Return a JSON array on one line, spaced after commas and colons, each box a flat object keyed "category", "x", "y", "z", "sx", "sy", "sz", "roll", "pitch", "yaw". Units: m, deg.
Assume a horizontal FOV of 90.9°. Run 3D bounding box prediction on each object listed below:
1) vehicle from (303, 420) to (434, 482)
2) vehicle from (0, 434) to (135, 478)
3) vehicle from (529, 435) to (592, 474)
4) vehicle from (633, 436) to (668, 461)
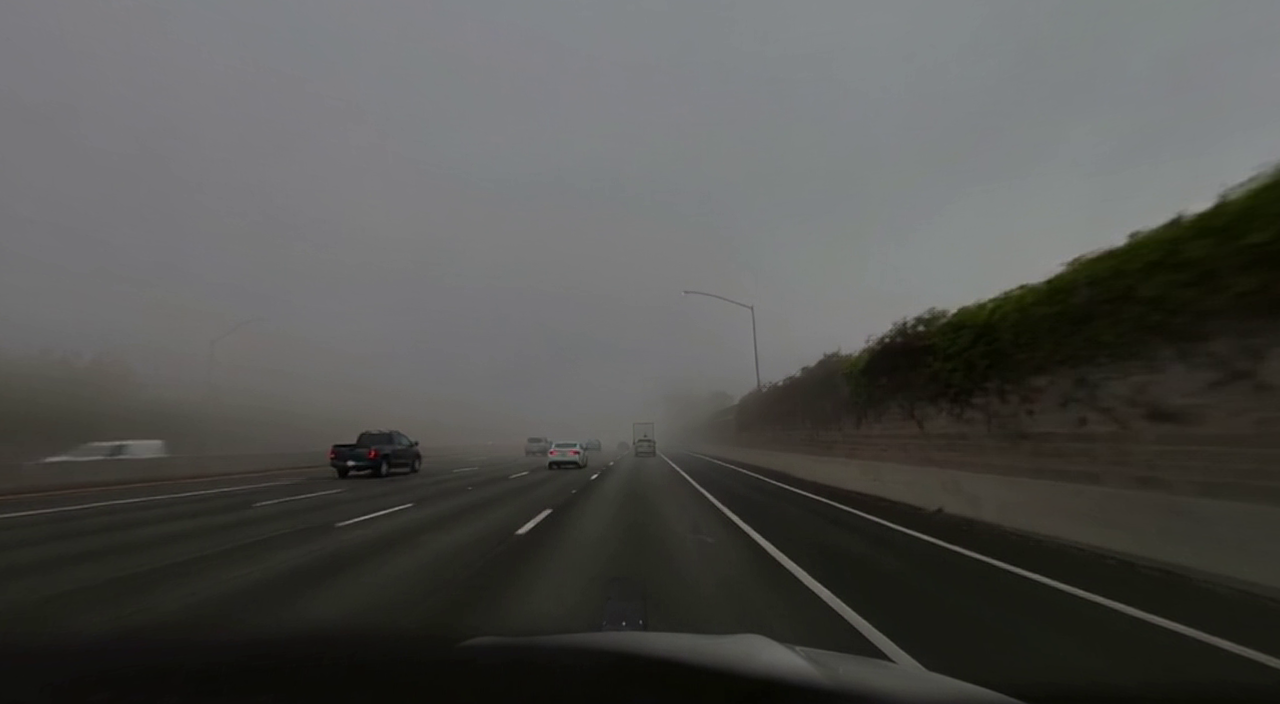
[{"category": "vehicle", "x": -9.967, "y": 3.713, "z": 23.866, "sx": 2.339, "sy": 2.018, "sz": 5.790, "roll": -1, "pitch": -8, "yaw": 1}, {"category": "vehicle", "x": -19.089, "y": 3.466, "z": 21.206, "sx": 1.425, "sy": 1.349, "sz": 3.238, "roll": -1, "pitch": -8, "yaw": 1}, {"category": "vehicle", "x": -3.222, "y": 4.261, "z": 26.396, "sx": 2.056, "sy": 1.480, "sz": 4.022, "roll": -1, "pitch": -8, "yaw": 1}, {"category": "vehicle", "x": 0.584, "y": 6.088, "z": 39.920, "sx": 2.073, "sy": 1.480, "sz": 4.343, "roll": 0, "pitch": -8, "yaw": 0}]
